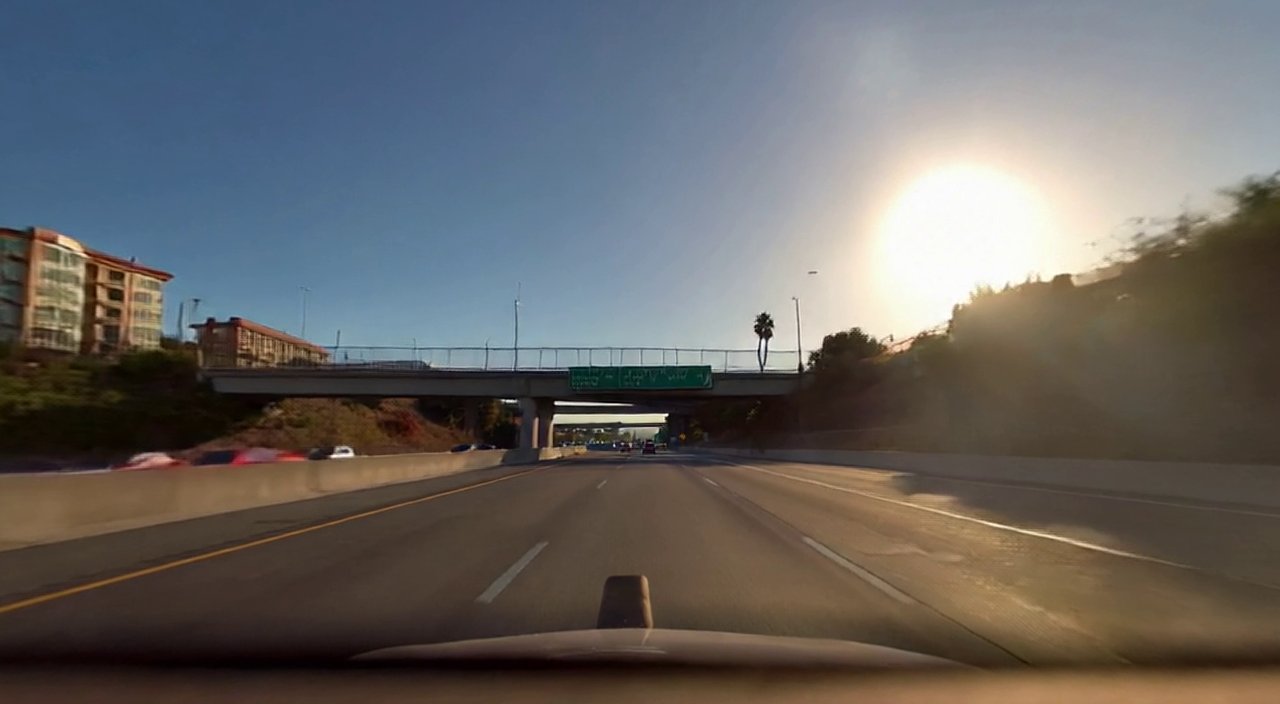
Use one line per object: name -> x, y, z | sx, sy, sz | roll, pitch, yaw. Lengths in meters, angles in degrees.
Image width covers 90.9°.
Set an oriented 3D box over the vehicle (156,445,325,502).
vehicle -> -11.496, 3.486, 18.653 | 1.894, 1.463, 4.609 | 0, -8, 2
